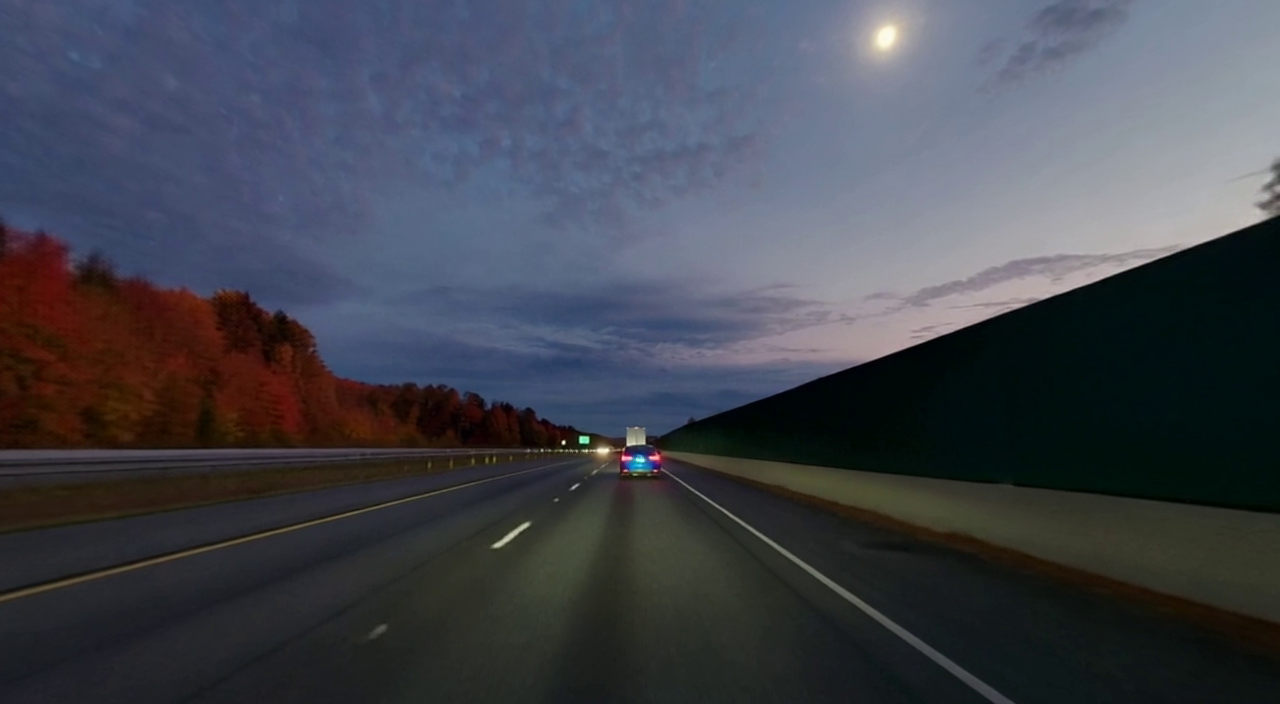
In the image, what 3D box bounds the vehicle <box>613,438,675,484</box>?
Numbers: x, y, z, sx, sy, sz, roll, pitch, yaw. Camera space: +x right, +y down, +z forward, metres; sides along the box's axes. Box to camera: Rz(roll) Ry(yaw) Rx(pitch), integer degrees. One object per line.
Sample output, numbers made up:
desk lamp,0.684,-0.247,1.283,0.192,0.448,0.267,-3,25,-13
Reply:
vehicle,0.081,3.950,23.132,2.057,1.516,4.065,1,-8,-1
